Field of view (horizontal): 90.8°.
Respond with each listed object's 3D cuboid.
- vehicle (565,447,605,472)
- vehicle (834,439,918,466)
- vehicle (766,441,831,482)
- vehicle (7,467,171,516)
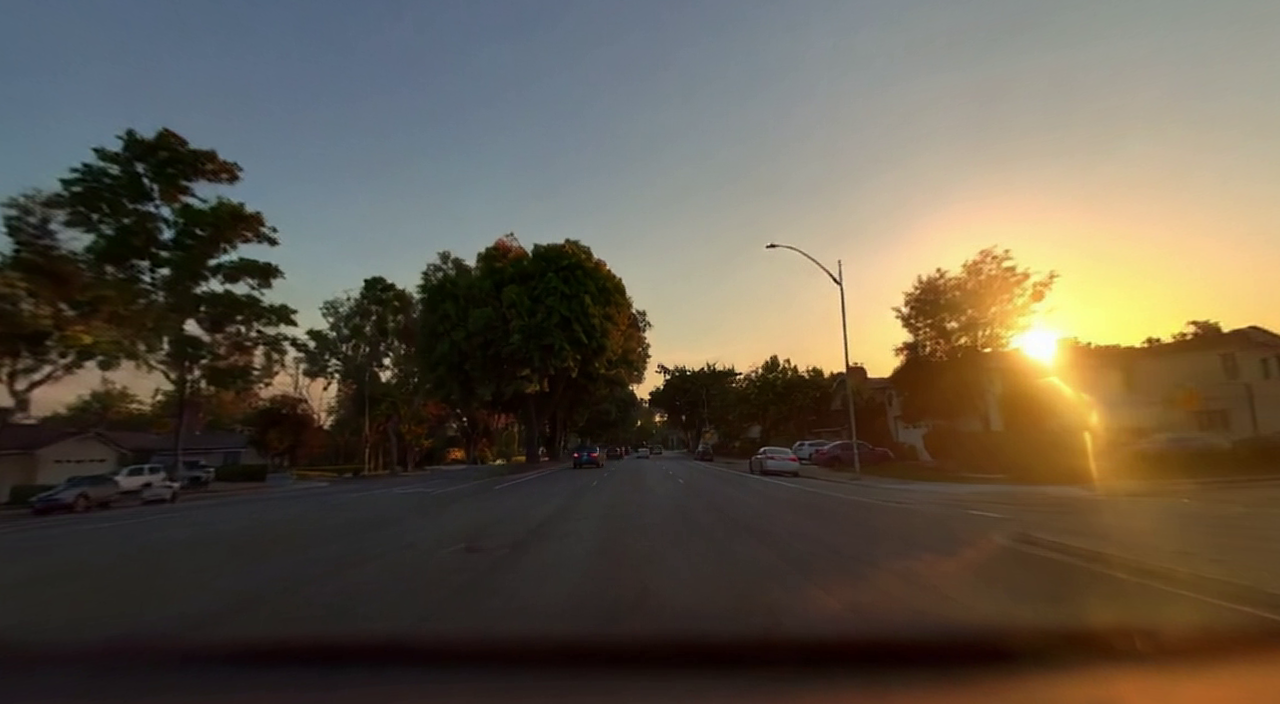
[{"bbox_3d":[-3.531,7.031,41.596,2.263,1.548,4.555,0,-8,-1],"label":"vehicle"},{"bbox_3d":[15.514,6.619,41.701,4.748,1.608,1.929,-2,-9,1],"label":"vehicle"},{"bbox_3d":[7.741,5.426,31.287,2.006,1.758,4.311,4,-10,0],"label":"vehicle"},{"bbox_3d":[-21.225,5.362,24.709,2.003,1.555,4.921,-1,-9,0],"label":"vehicle"}]
